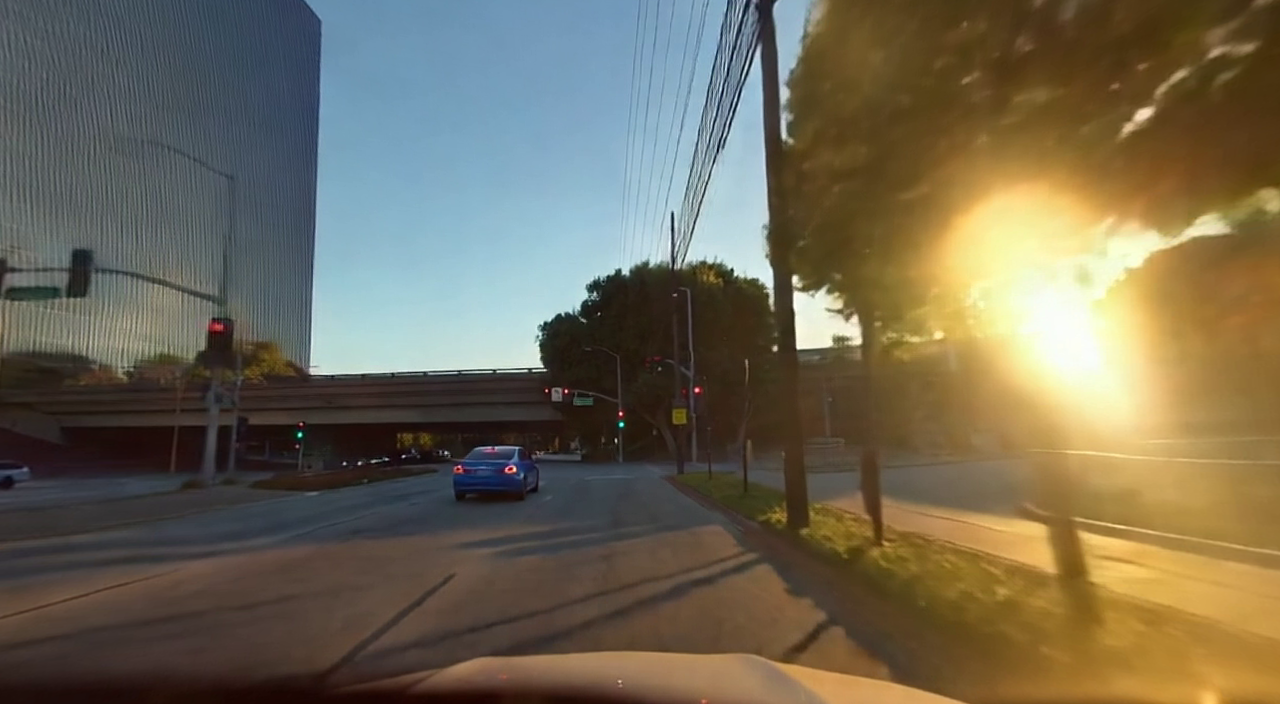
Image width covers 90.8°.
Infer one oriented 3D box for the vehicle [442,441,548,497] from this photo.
[{"bbox_3d":[-4.129,3.429,18.867,2.154,1.465,4.532,0,-9,-1],"label":"vehicle"}]
